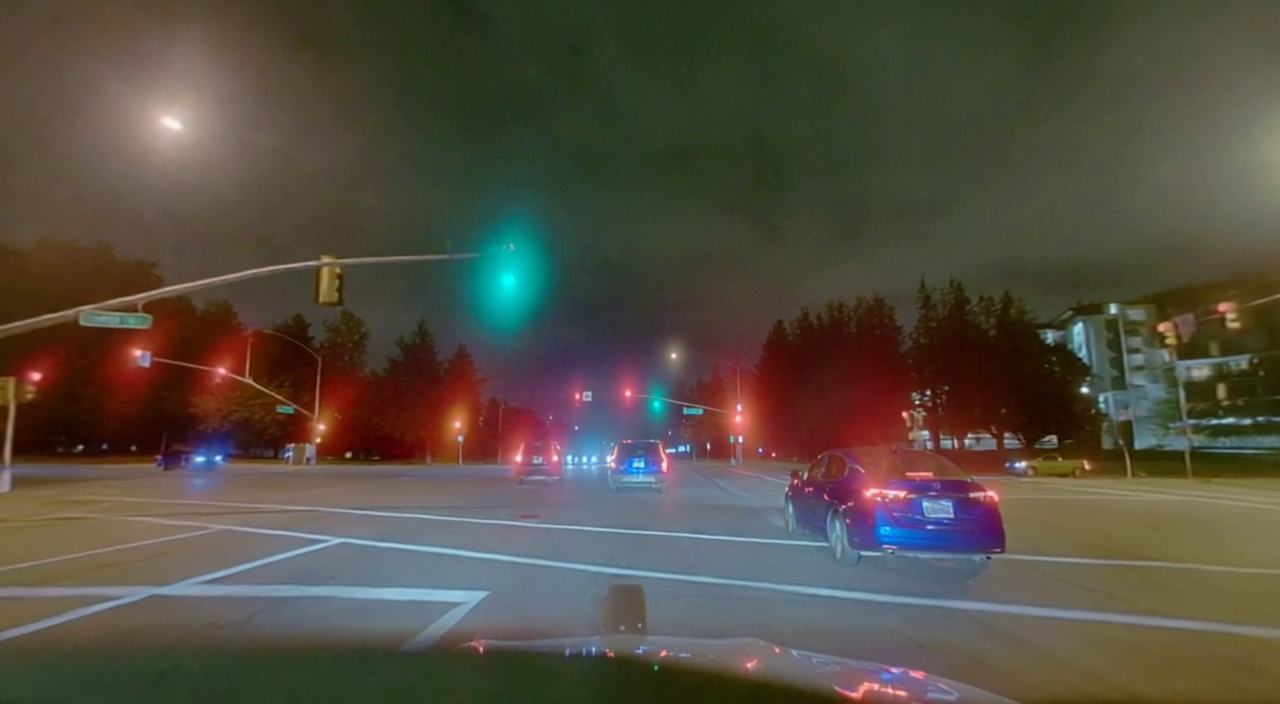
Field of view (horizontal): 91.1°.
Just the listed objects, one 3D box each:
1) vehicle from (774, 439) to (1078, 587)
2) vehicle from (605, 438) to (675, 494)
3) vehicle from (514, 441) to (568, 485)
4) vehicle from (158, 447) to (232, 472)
[{"bbox_3d":[3.360,1.952,8.622,2.056,1.468,4.520,0,-8,0],"label":"vehicle"},{"bbox_3d":[-0.003,3.750,21.098,2.108,1.654,4.235,0,-8,0],"label":"vehicle"},{"bbox_3d":[-4.048,4.448,25.517,1.987,1.633,4.005,2,-8,-10],"label":"vehicle"},{"bbox_3d":[-31.392,7.549,44.305,4.422,1.605,1.955,-3,-9,20],"label":"vehicle"}]
